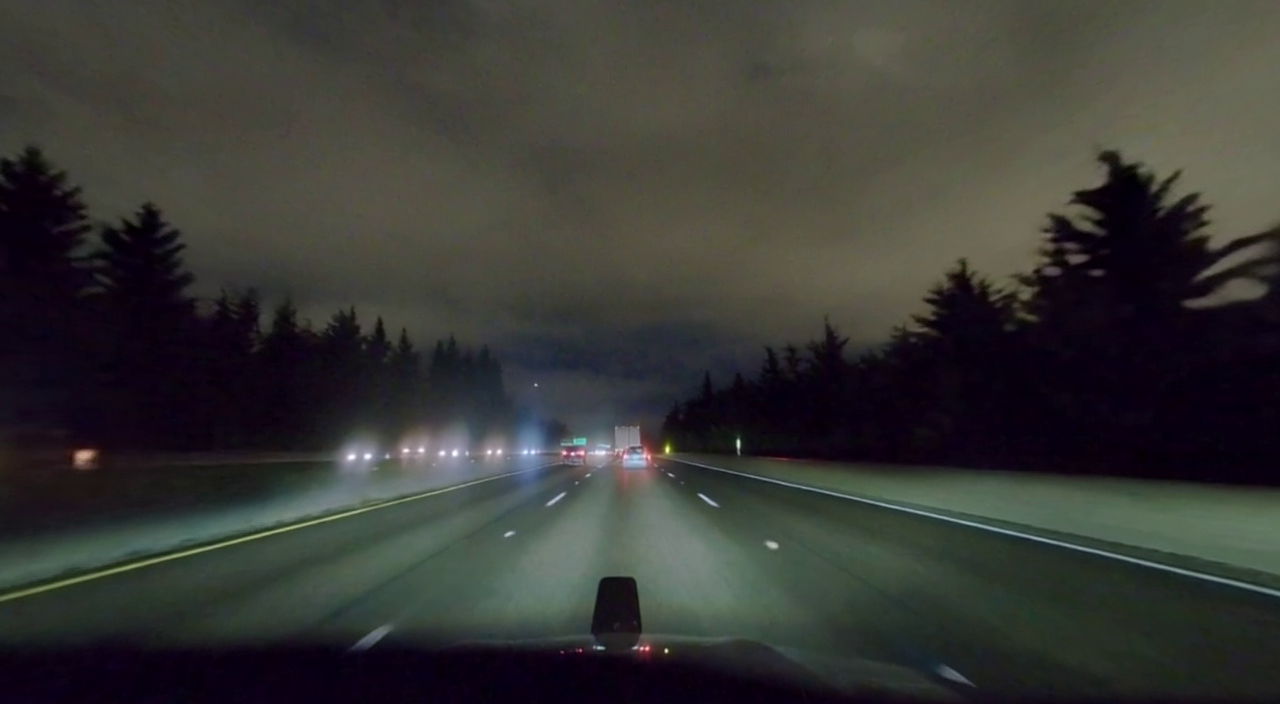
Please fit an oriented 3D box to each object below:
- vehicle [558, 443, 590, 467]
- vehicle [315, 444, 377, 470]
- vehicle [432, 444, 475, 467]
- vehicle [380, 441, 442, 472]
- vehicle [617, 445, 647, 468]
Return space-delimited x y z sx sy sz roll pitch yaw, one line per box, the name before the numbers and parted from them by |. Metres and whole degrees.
vehicle | -4.903 7.762 47.127 2.098 1.692 4.038 0 -9 -2
vehicle | -18.380 6.582 39.411 1.822 1.497 4.474 0 -9 -2
vehicle | -13.353 7.456 45.208 1.892 1.515 4.045 0 -9 -1
vehicle | -12.576 5.774 34.715 1.867 1.566 4.012 0 -9 0
vehicle | -0.607 7.516 45.166 2.084 1.582 3.882 0 -9 -2
